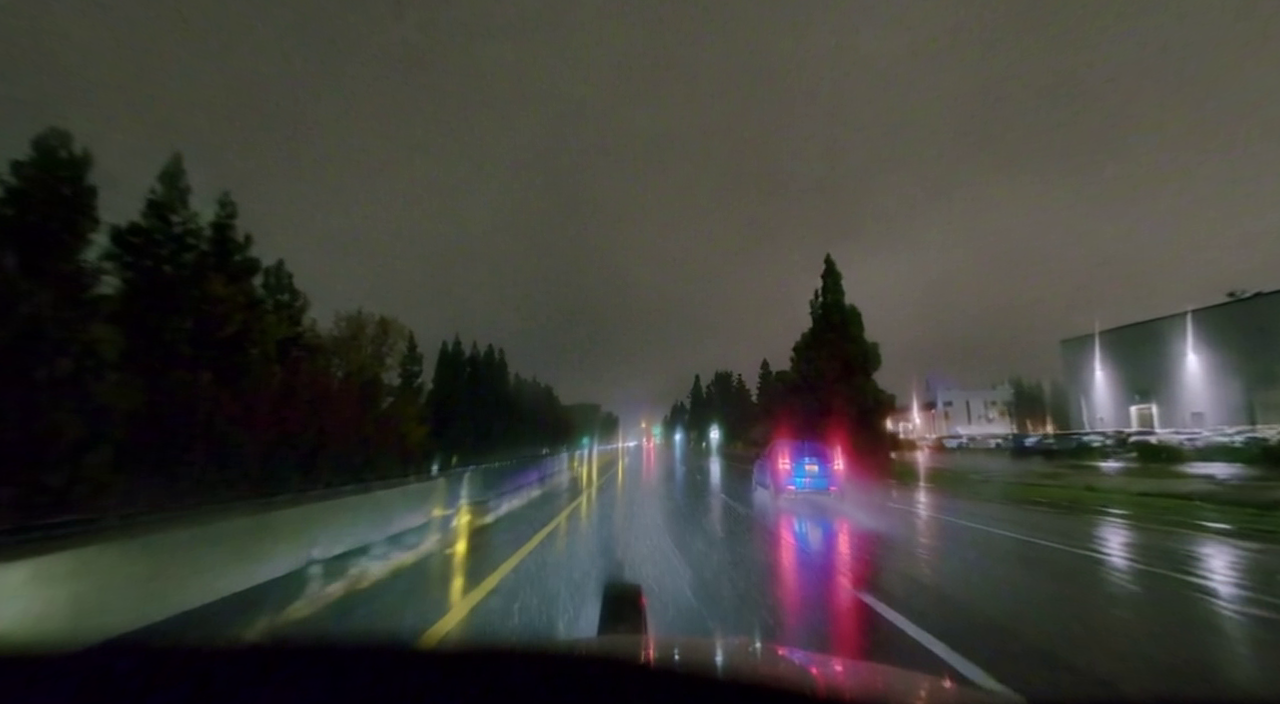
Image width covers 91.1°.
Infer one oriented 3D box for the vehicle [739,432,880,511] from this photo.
[{"bbox_3d":[3.678,2.665,14.486,2.079,1.531,3.997,0,-8,-1],"label":"vehicle"}]
